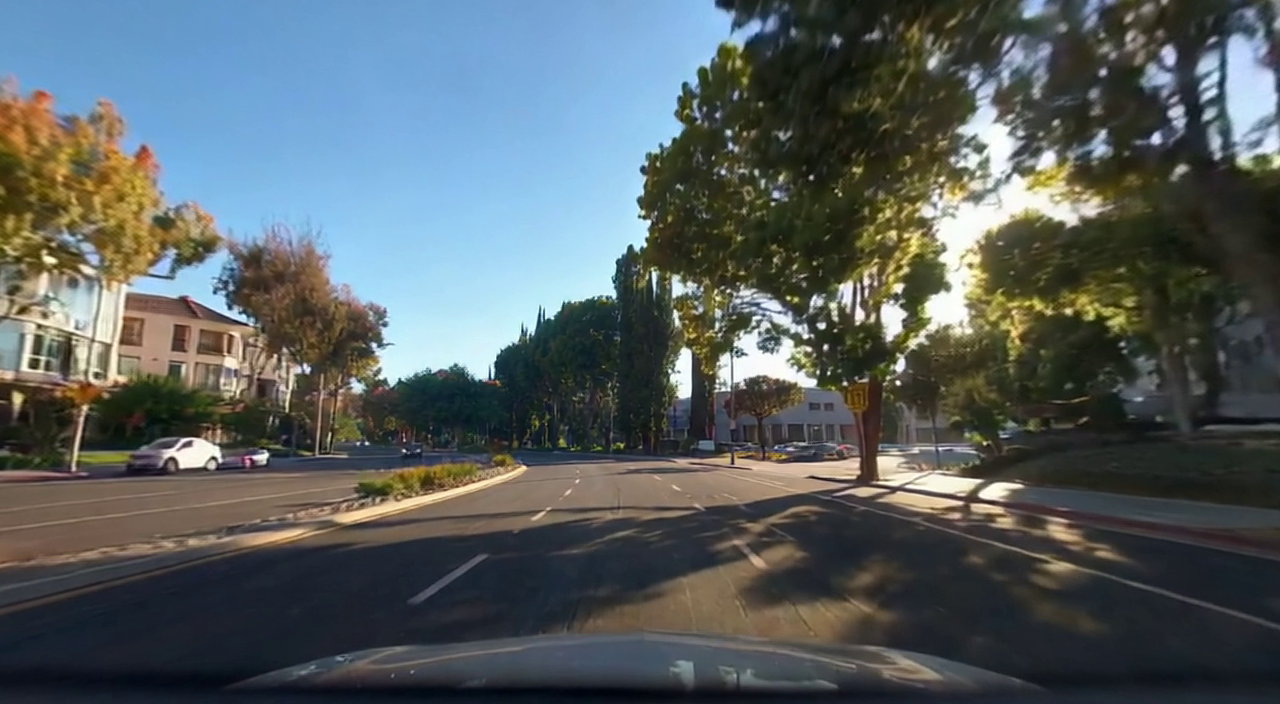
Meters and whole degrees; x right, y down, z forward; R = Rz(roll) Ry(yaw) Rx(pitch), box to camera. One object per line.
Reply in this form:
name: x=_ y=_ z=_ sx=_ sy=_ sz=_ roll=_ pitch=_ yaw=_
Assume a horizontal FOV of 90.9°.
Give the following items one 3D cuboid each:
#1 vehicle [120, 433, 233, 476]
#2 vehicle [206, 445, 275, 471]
vehicle: x=-22.813 y=5.061 z=31.344 sx=2.387 sy=1.951 sz=4.827 roll=1 pitch=-9 yaw=-8
vehicle: x=-23.741 y=6.291 z=37.639 sx=1.844 sy=1.452 sz=4.362 roll=1 pitch=-9 yaw=-9
